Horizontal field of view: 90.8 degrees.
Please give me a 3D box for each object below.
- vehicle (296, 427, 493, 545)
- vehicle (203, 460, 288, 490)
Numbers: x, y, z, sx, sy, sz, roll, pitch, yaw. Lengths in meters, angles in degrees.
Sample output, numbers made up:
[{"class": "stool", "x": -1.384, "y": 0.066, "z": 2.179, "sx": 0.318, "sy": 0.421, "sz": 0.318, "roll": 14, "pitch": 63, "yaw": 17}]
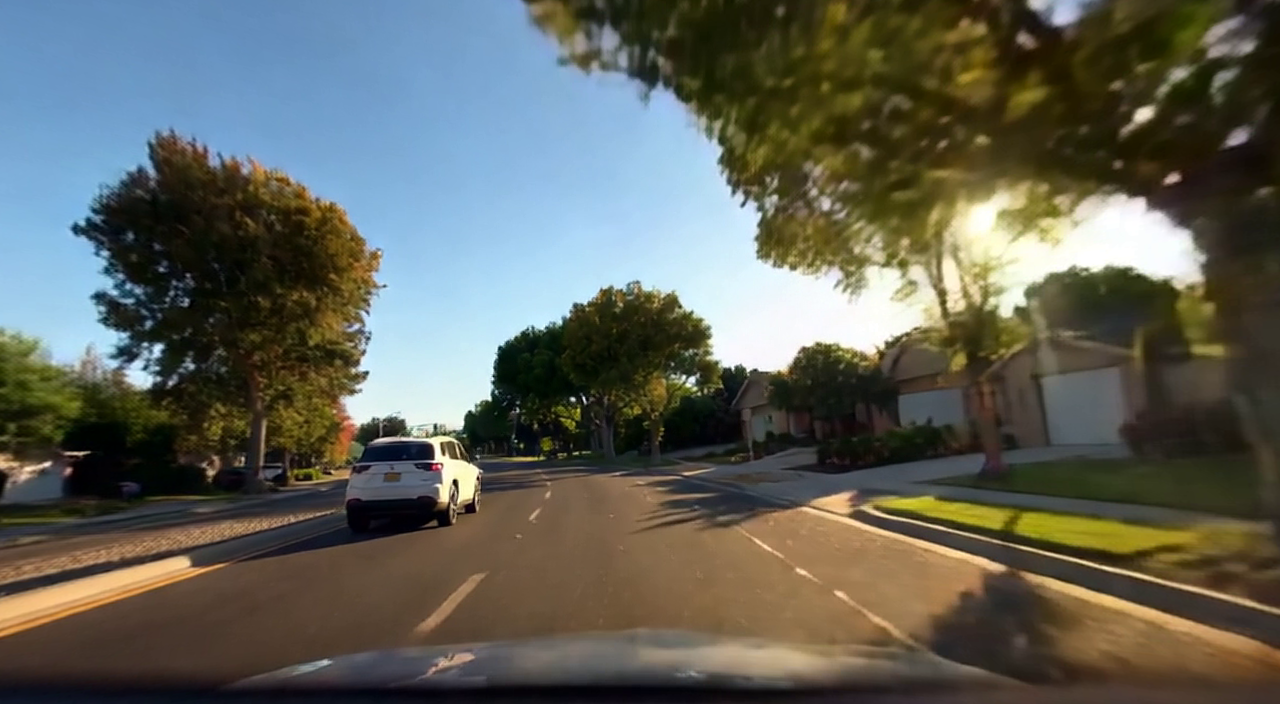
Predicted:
[{"class": "vehicle", "x": -4.327, "y": 2.418, "z": 12.094, "sx": 2.175, "sy": 1.772, "sz": 4.442, "roll": 0, "pitch": -9, "yaw": -3}, {"class": "vehicle", "x": -28.829, "y": 8.976, "z": 46.275, "sx": 4.809, "sy": 1.471, "sz": 2.012, "roll": -5, "pitch": -7, "yaw": -14}]
